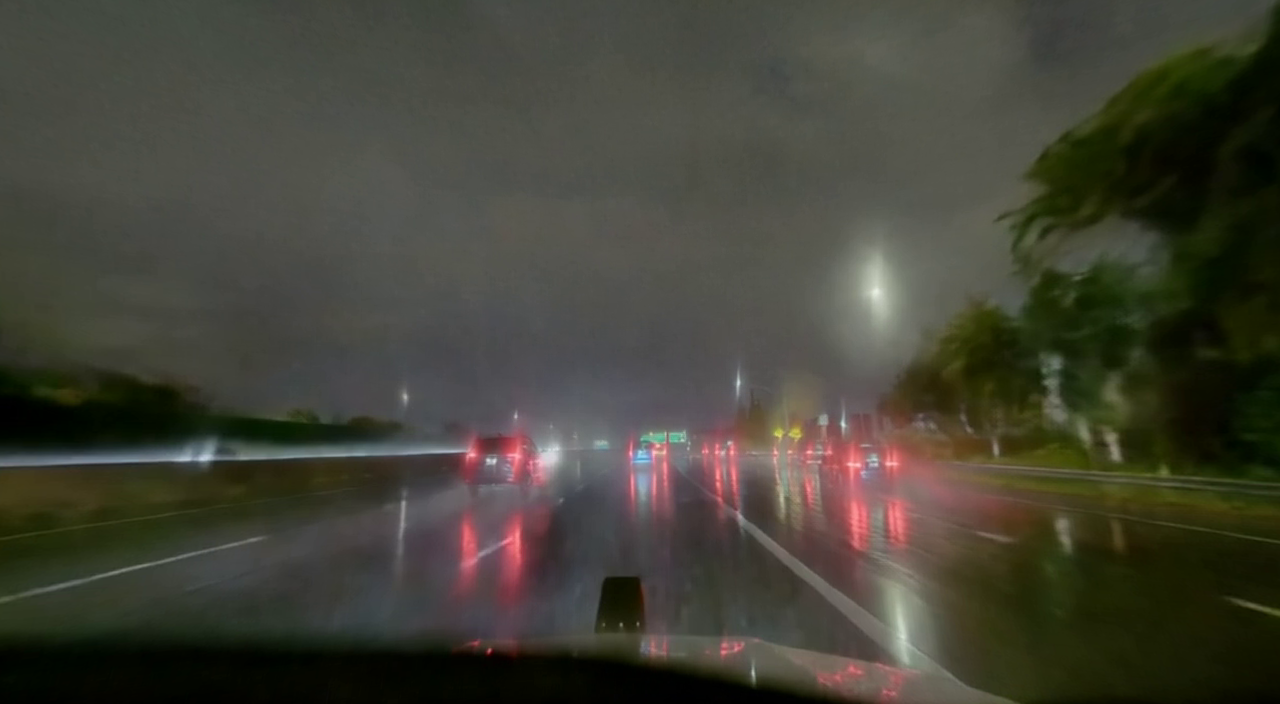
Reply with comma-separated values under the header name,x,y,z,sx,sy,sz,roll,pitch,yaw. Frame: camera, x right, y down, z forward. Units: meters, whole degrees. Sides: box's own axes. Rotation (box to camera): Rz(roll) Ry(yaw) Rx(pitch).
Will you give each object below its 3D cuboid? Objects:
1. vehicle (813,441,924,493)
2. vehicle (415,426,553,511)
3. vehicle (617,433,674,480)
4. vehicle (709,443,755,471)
name,x,y,z,sx,sy,sz,roll,pitch,yaw
vehicle,7.248,3.689,20.496,1.936,1.480,4.373,0,-9,0
vehicle,-3.576,2.769,15.380,2.142,1.759,4.297,0,-9,2
vehicle,0.243,4.570,27.809,2.270,1.862,4.949,0,-9,1
vehicle,5.204,6.015,36.188,2.005,1.456,4.287,0,-9,0
